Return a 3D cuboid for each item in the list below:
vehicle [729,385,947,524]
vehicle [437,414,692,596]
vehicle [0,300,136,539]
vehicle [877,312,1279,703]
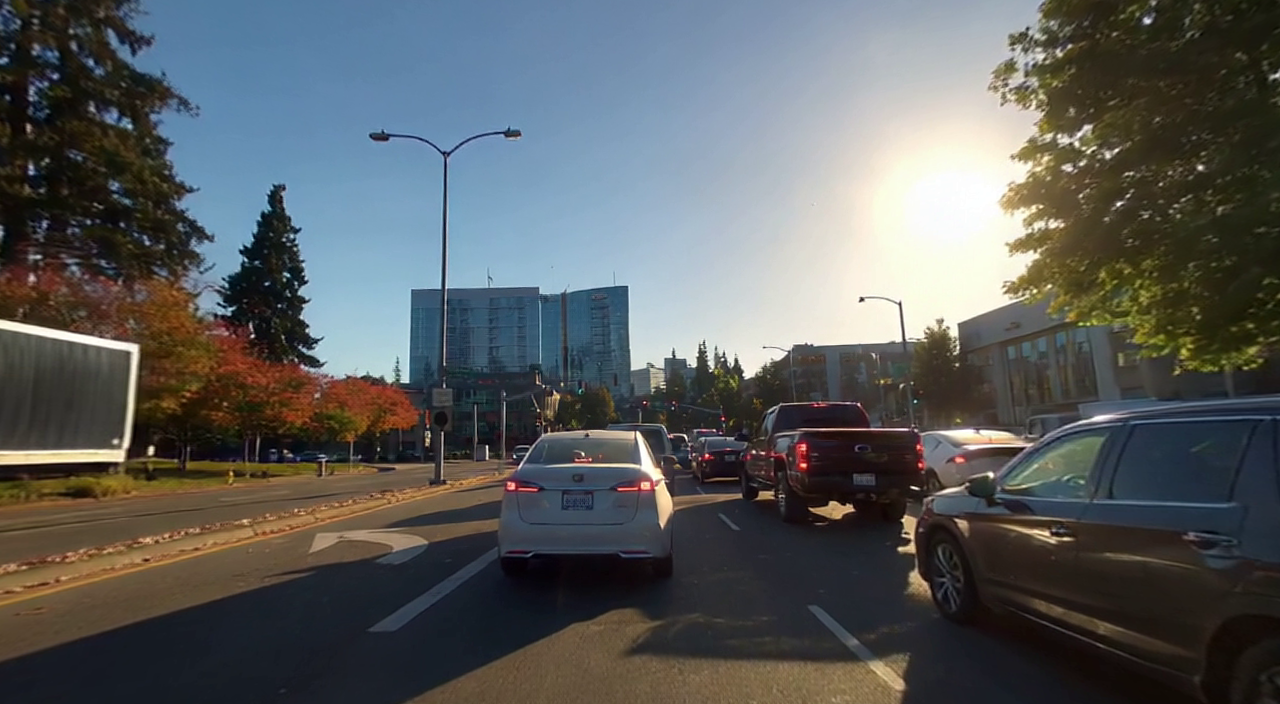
[{"bbox_3d":[3.518,2.043,12.866,2.497,2.186,5.890,0,-9,0],"label":"vehicle"},{"bbox_3d":[-0.623,1.625,7.552,2.172,1.536,4.250,0,-9,1],"label":"vehicle"},{"bbox_3d":[-13.408,0.369,5.748,3.246,4.347,17.394,0,-9,0],"label":"vehicle"},{"bbox_3d":[3.175,0.913,3.290,2.024,1.723,4.714,0,-8,0],"label":"vehicle"}]
